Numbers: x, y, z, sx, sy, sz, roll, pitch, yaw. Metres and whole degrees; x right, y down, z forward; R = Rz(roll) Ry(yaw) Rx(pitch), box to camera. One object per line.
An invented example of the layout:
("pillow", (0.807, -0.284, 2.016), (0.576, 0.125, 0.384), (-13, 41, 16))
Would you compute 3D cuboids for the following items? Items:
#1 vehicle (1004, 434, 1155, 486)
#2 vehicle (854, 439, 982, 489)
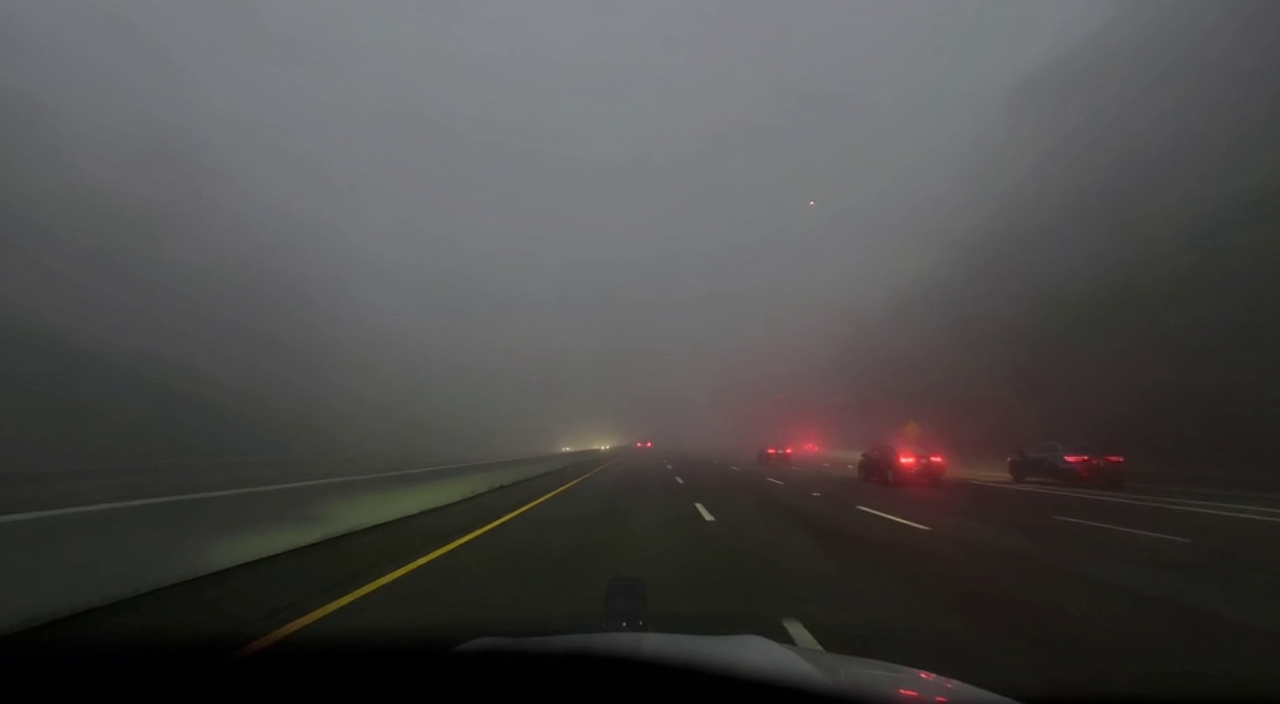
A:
("vehicle", (15.698, 3.866, 22.935), (2.116, 1.674, 4.566), (0, -8, -1))
("vehicle", (9.339, 3.785, 21.763), (2.093, 1.525, 4.865), (0, -8, -1))
